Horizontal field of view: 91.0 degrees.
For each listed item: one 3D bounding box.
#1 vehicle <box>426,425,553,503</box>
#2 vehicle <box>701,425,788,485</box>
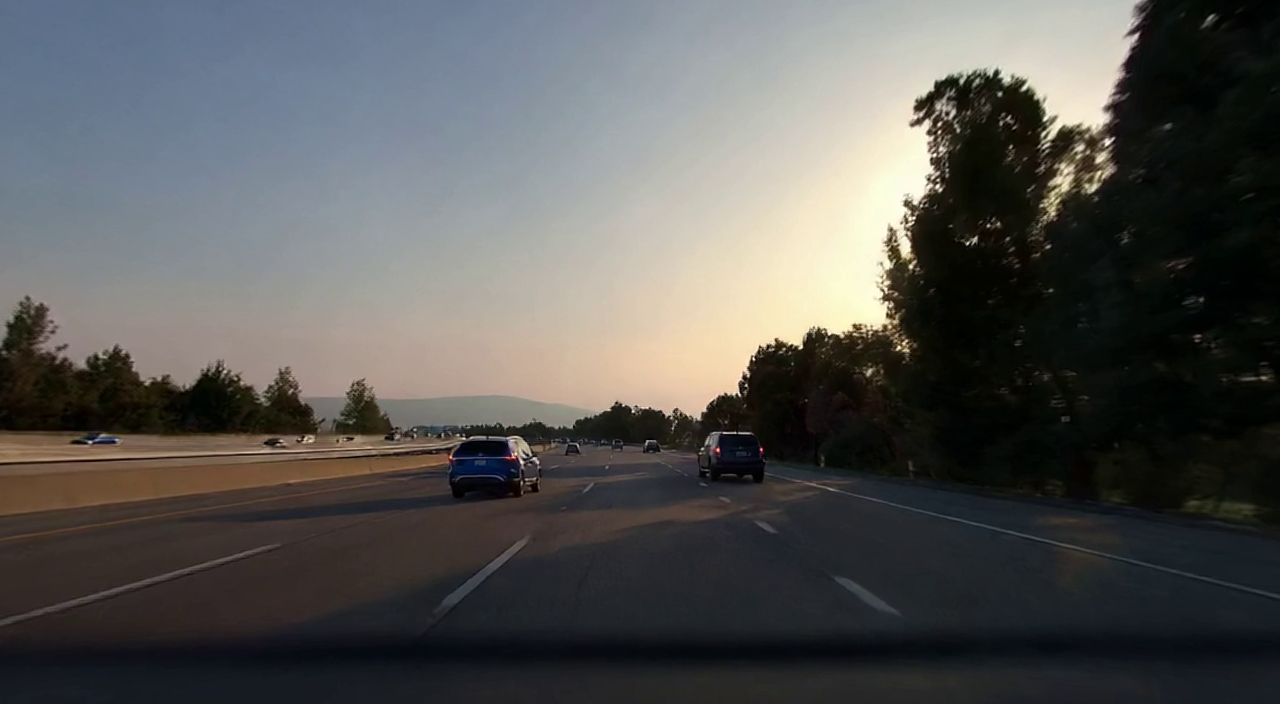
[{"bbox_3d":[-3.735,2.881,16.605,2.214,1.743,4.465,0,-9,0],"label":"vehicle"},{"bbox_3d":[3.497,3.592,22.162,2.153,1.860,4.689,0,-9,-1],"label":"vehicle"}]
